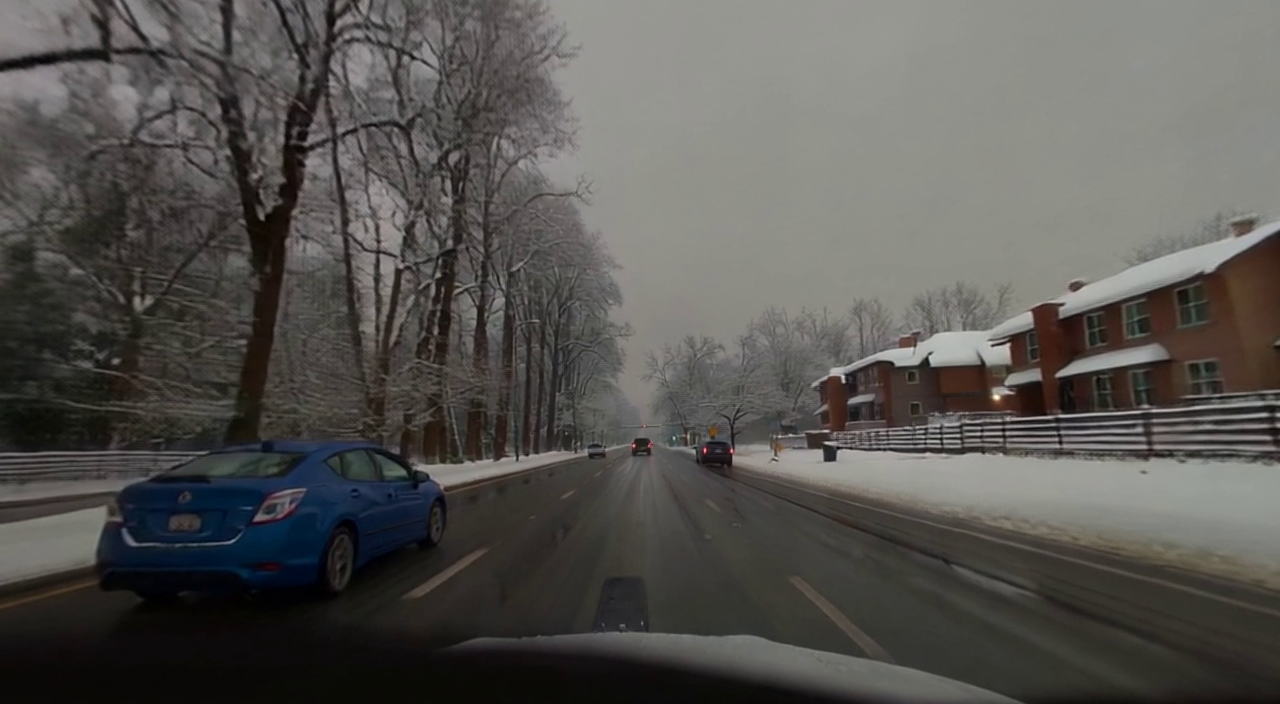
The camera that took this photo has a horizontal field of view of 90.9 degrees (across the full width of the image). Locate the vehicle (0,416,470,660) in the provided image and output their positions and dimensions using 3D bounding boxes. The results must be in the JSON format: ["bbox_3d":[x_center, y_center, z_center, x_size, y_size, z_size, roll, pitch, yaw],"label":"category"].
[{"bbox_3d":[-3.543,1.536,6.496,2.091,1.503,4.989,0,-8,1],"label":"vehicle"}]

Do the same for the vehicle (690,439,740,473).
[{"bbox_3d":[3.969,5.579,34.023,2.182,1.688,4.187,0,-8,0],"label":"vehicle"}]

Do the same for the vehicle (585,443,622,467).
[{"bbox_3d":[-2.327,6.732,41.287,1.940,1.473,4.133,-1,-8,3],"label":"vehicle"}]
